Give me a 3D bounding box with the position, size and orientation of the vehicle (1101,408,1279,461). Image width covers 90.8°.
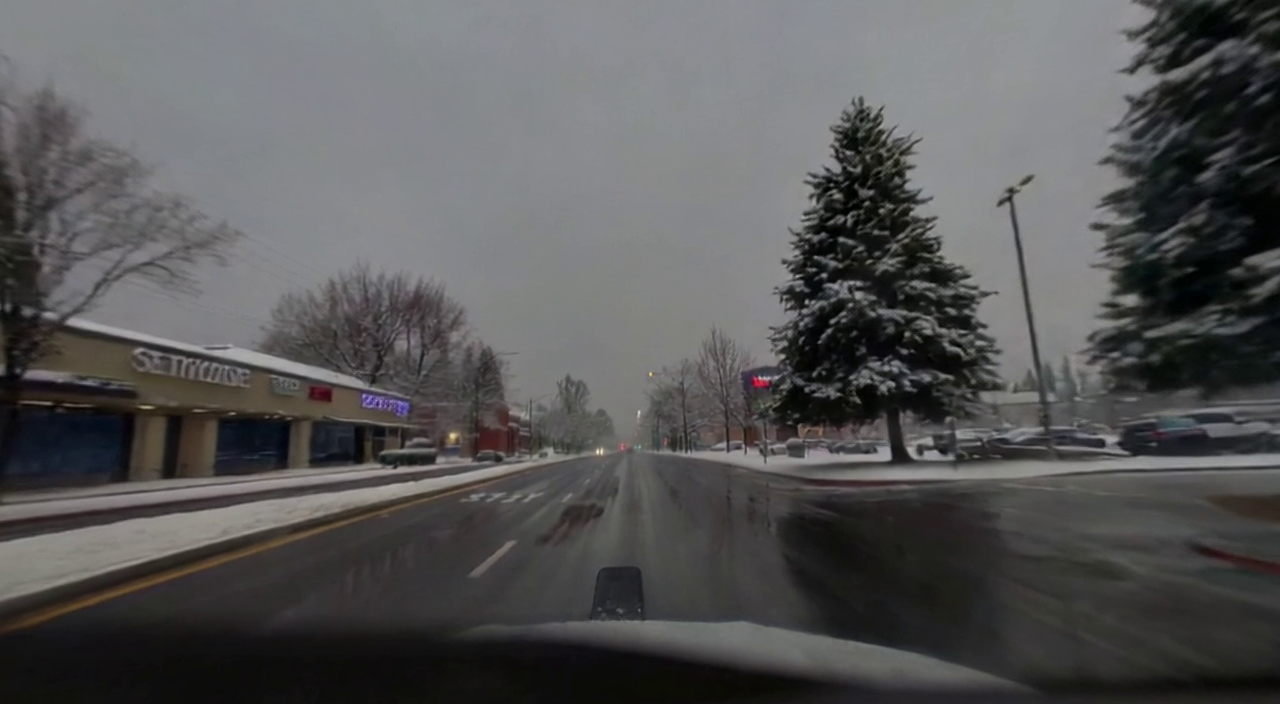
[{"bbox_3d":[23.553,3.507,26.674,6.239,2.118,2.380,0,-8,-1],"label":"vehicle"}]

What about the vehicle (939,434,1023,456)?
[{"bbox_3d":[23.178,6.323,43.024,4.579,1.482,1.911,0,-8,1],"label":"vehicle"}]
